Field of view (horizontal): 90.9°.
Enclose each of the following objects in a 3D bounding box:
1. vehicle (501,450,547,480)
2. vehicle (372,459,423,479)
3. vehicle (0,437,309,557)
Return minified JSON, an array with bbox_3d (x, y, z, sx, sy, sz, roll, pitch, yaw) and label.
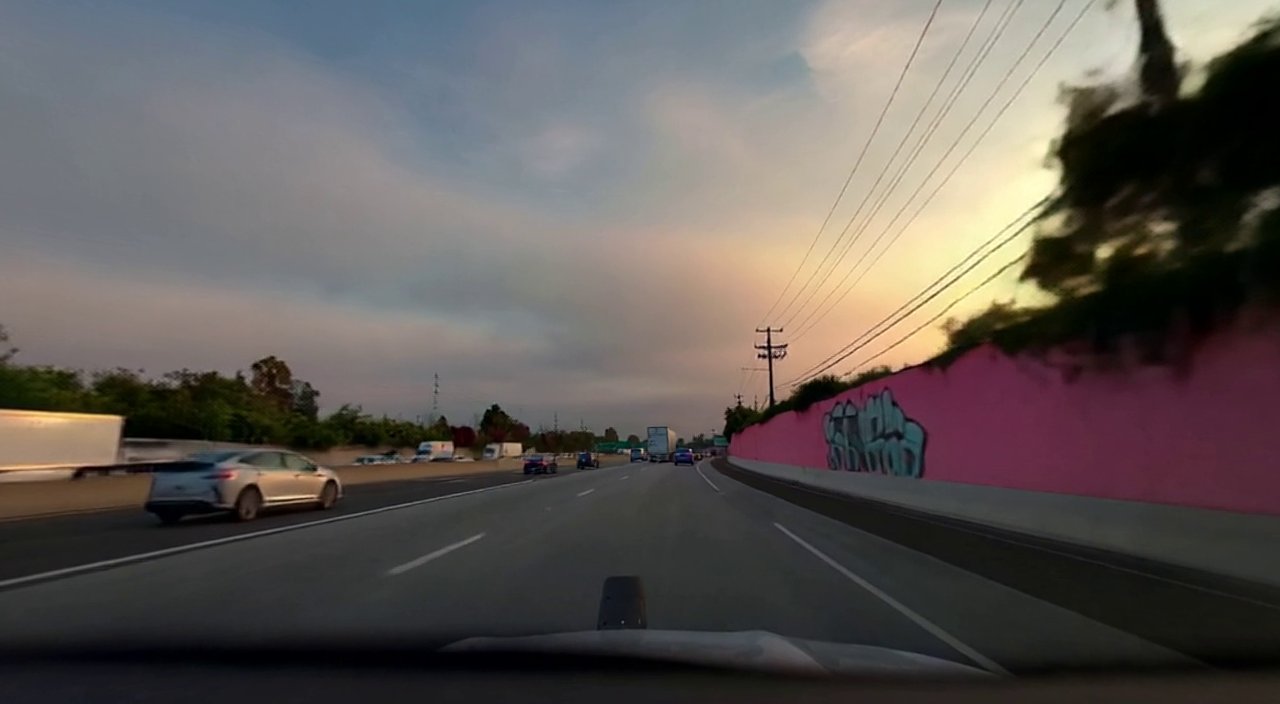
[{"bbox_3d":[-6.143,5.987,33.659,1.708,1.489,2.840,-1,-9,4],"label":"vehicle"},{"bbox_3d":[-17.834,8.614,46.502,1.944,1.385,3.712,-1,-9,6],"label":"vehicle"},{"bbox_3d":[-7.538,2.232,10.336,1.966,1.565,3.766,-1,-9,3],"label":"vehicle"}]
